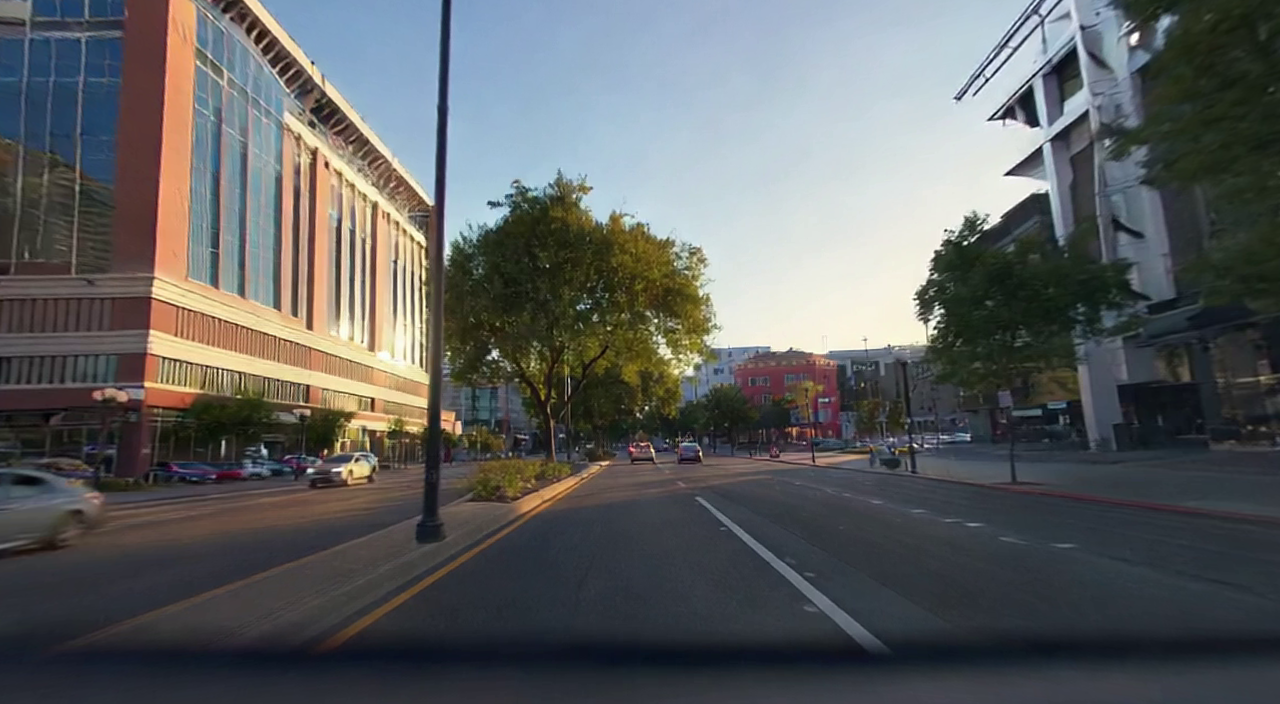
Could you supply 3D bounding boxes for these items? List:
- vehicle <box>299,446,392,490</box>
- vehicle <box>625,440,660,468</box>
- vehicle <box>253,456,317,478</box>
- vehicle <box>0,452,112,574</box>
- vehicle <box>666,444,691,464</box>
[{"bbox_3d":[-13.047,5.110,28.345,1.953,1.778,4.482,0,-8,0],"label":"vehicle"},{"bbox_3d":[0.122,6.469,40.198,2.100,1.683,4.231,0,-8,-1],"label":"vehicle"},{"bbox_3d":[-26.234,8.531,46.915,1.815,1.470,4.581,-1,-8,4],"label":"vehicle"},{"bbox_3d":[-8.843,1.905,7.164,1.939,1.470,4.366,0,-9,0],"label":"vehicle"},{"bbox_3d":[3.021,8.054,49.974,1.685,1.441,3.795,0,-8,-1],"label":"vehicle"}]
